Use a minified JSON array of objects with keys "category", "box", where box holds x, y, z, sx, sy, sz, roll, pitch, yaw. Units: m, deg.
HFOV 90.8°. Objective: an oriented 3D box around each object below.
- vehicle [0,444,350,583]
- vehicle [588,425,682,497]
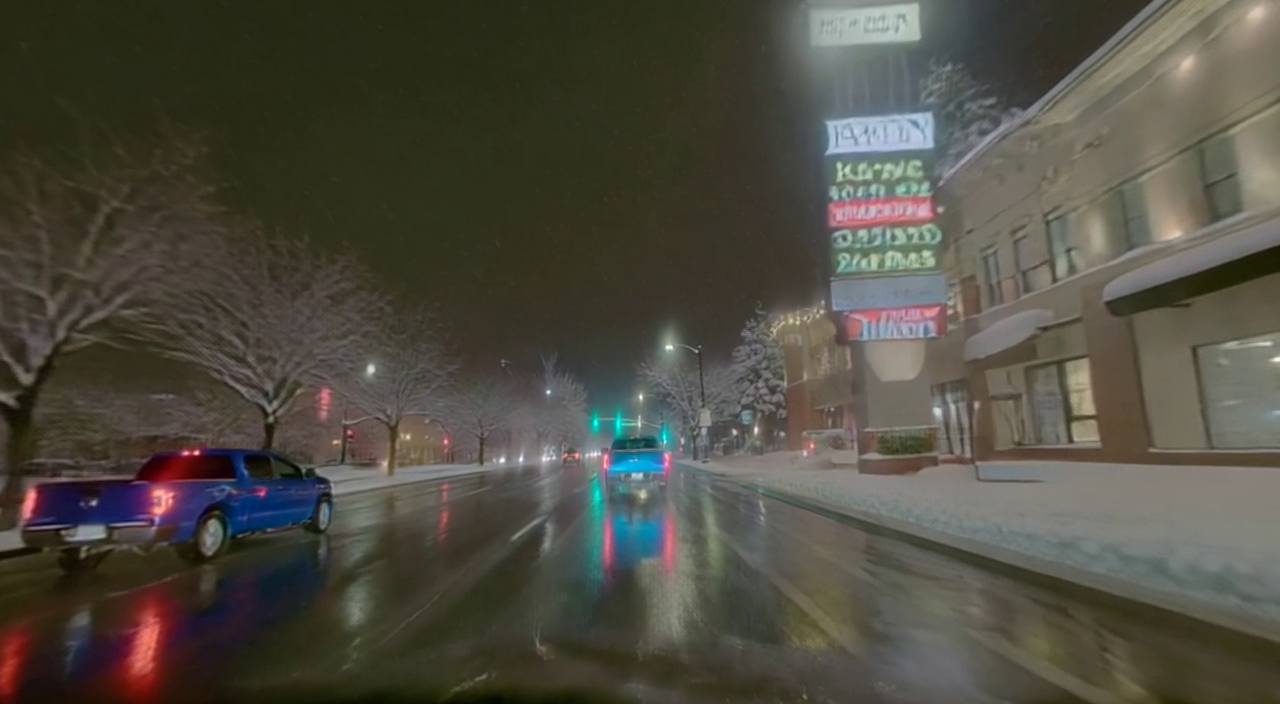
[{"category":"vehicle","box":[-6.140,2.053,8.973,1.888,1.424,4.553,-1,-9,0]},{"category":"vehicle","box":[-0.216,3.464,20.483,2.590,1.932,5.776,-1,-9,-1]}]
